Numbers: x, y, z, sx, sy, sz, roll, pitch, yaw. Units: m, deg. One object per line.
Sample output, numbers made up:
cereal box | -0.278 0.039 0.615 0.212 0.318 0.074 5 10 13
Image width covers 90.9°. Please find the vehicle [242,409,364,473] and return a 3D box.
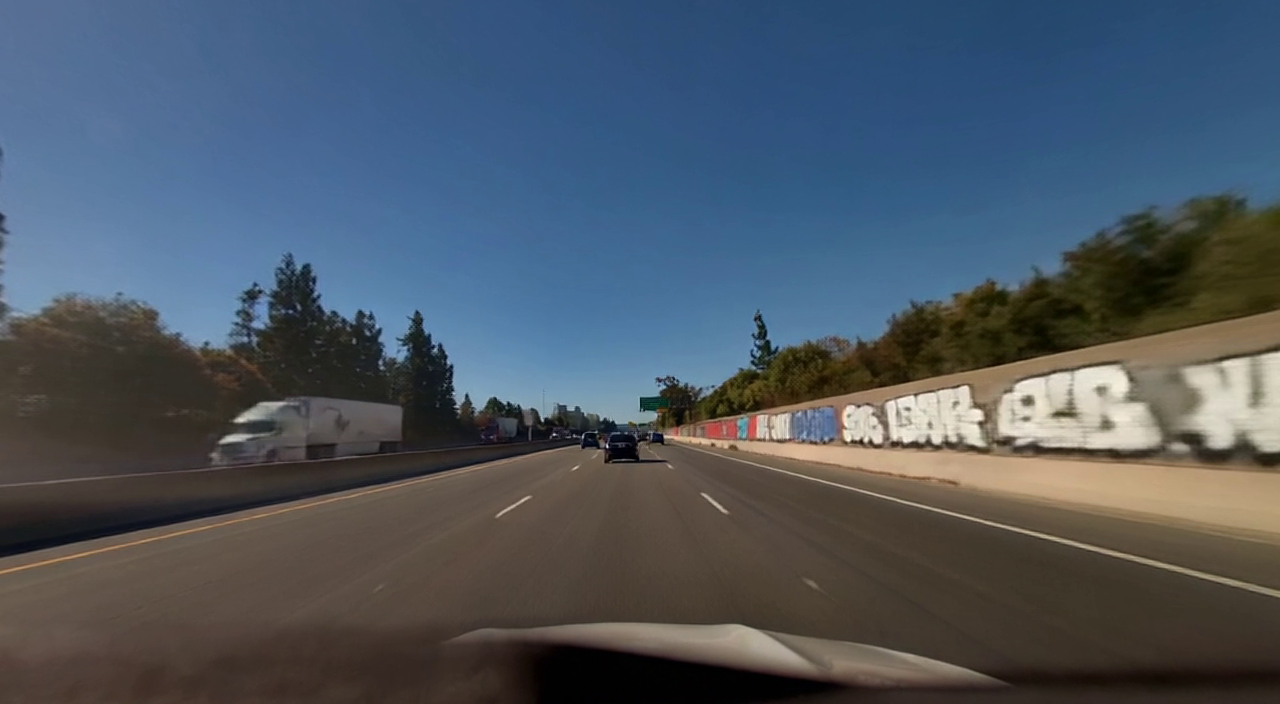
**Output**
vehicle | -15.542 4.173 29.715 2.212 2.610 6.936 0 -8 -3

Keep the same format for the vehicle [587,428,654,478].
vehicle | -0.620 3.303 20.929 2.044 1.477 3.693 0 -8 -1
